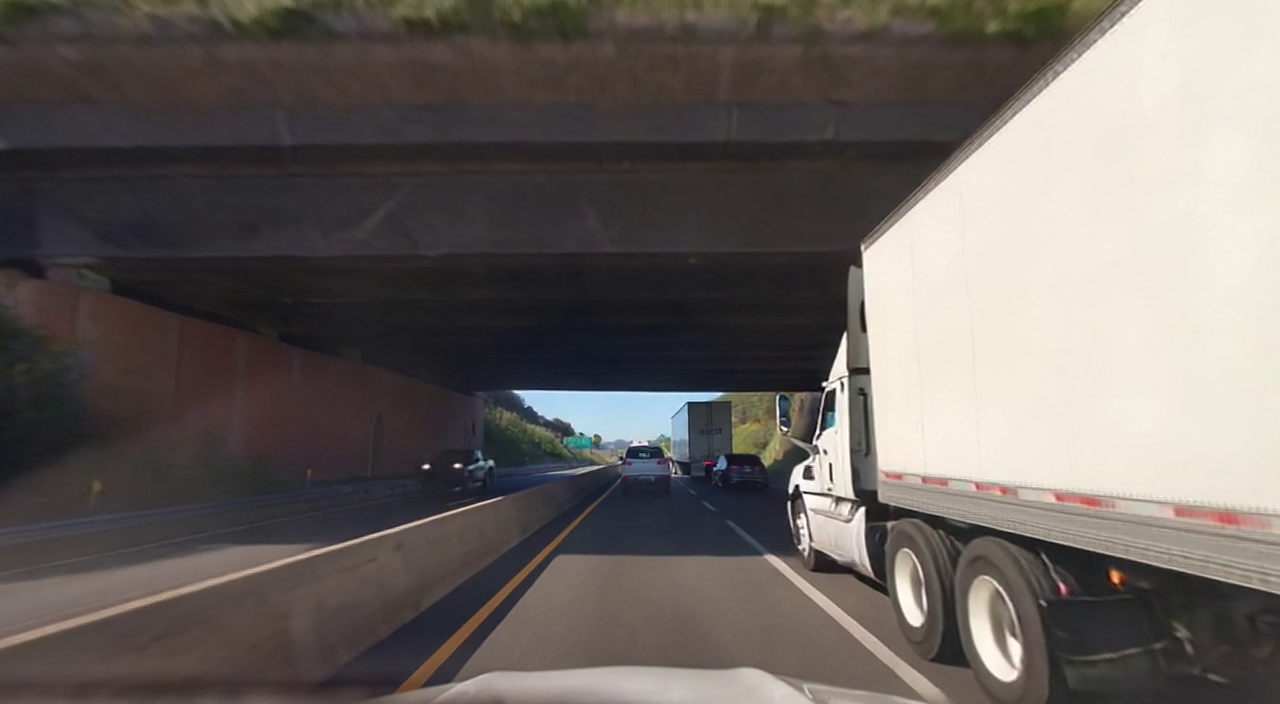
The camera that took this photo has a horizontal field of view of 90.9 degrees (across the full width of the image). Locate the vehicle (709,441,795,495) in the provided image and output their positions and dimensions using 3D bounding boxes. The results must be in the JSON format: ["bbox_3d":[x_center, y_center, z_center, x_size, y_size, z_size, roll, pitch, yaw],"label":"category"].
[{"bbox_3d":[3.418,3.609,19.937,1.972,1.505,3.946,-1,-9,0],"label":"vehicle"}]

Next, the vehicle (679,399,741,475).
[{"bbox_3d":[3.926,5.036,36.841,2.948,3.974,6.480,-1,-9,1],"label":"vehicle"}]

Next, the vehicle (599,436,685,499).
[{"bbox_3d":[0.094,3.368,18.730,2.256,1.615,4.114,-1,-9,1],"label":"vehicle"}]

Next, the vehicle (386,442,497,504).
[{"bbox_3d":[-6.376,3.907,20.764,2.233,1.685,4.222,-4,-9,1],"label":"vehicle"}]
